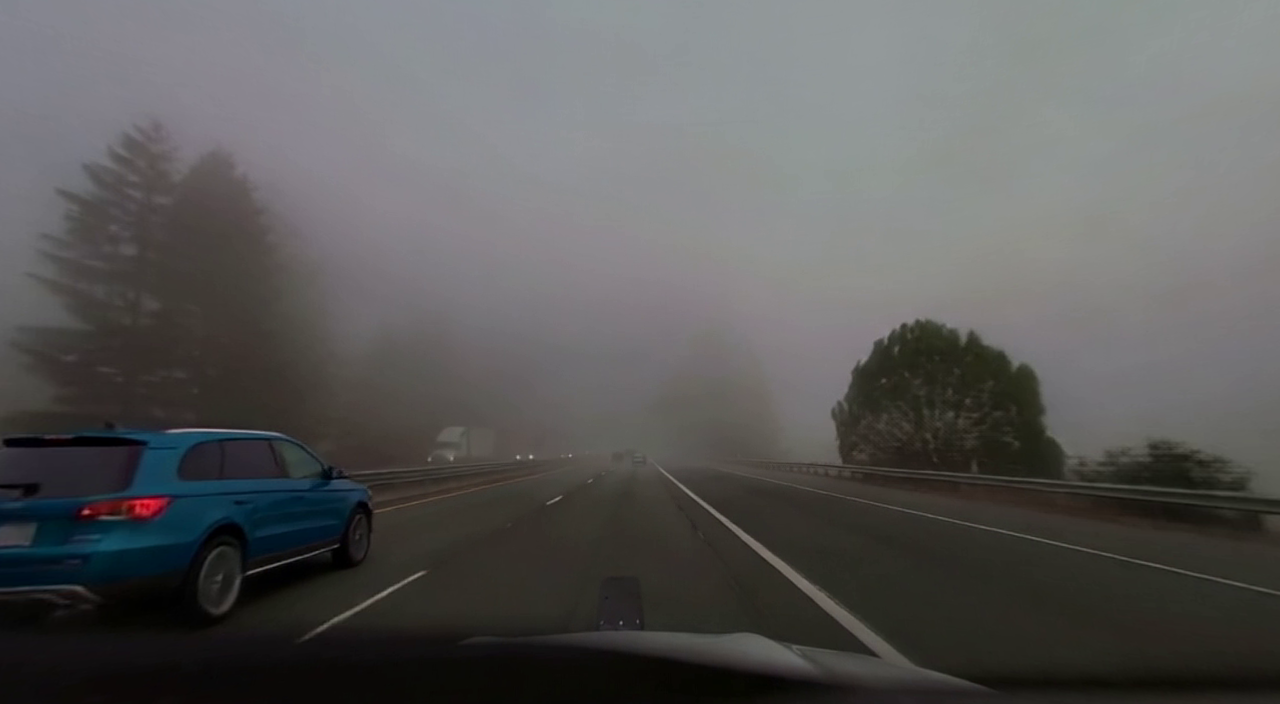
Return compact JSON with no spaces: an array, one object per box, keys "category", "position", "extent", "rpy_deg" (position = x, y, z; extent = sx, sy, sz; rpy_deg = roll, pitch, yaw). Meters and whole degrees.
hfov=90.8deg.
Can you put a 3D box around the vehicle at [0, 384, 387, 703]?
[{"category":"vehicle","position":[-4.356,1.387,5.810],"extent":[2.110,1.727,4.607],"rpy_deg":[0,-9,0]}]
